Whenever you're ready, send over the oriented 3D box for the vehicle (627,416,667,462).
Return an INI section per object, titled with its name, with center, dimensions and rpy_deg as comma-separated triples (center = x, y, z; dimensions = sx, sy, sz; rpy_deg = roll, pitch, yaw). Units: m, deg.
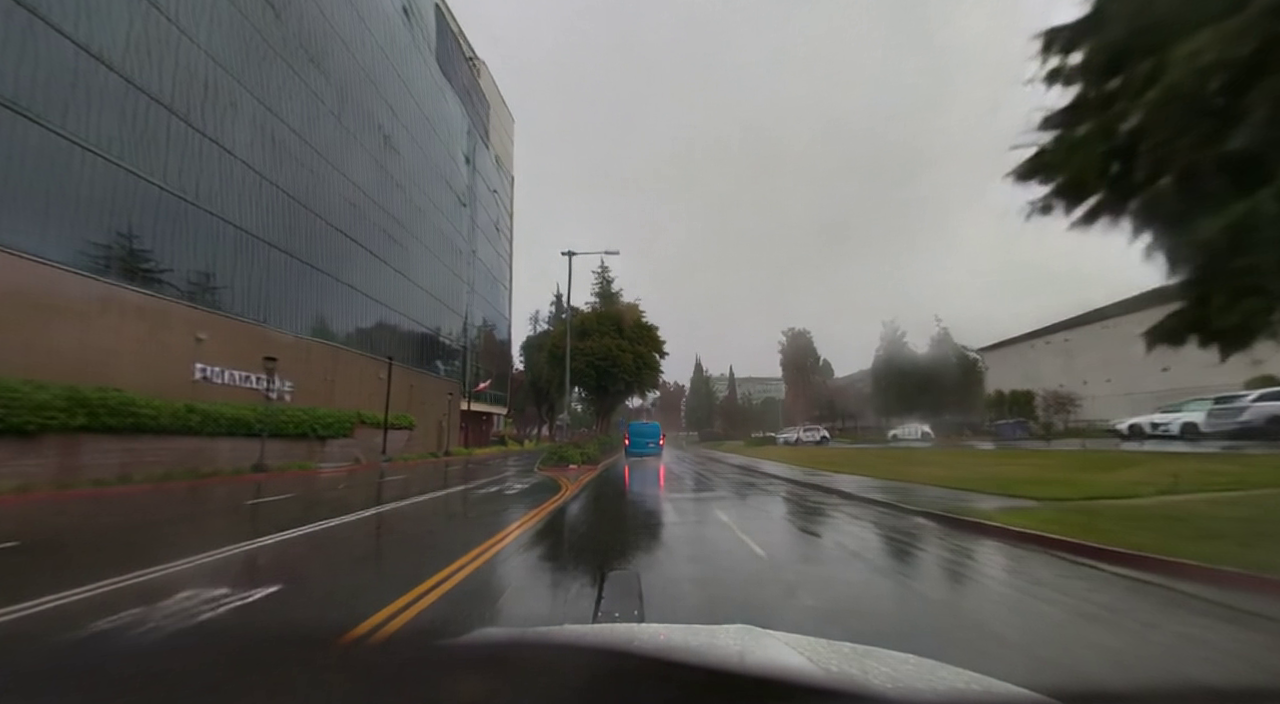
[vehicle]
center = 0.411, 5.735, 41.720
dimensions = 2.435, 2.816, 5.232
rpy_deg = 0, -8, 0
